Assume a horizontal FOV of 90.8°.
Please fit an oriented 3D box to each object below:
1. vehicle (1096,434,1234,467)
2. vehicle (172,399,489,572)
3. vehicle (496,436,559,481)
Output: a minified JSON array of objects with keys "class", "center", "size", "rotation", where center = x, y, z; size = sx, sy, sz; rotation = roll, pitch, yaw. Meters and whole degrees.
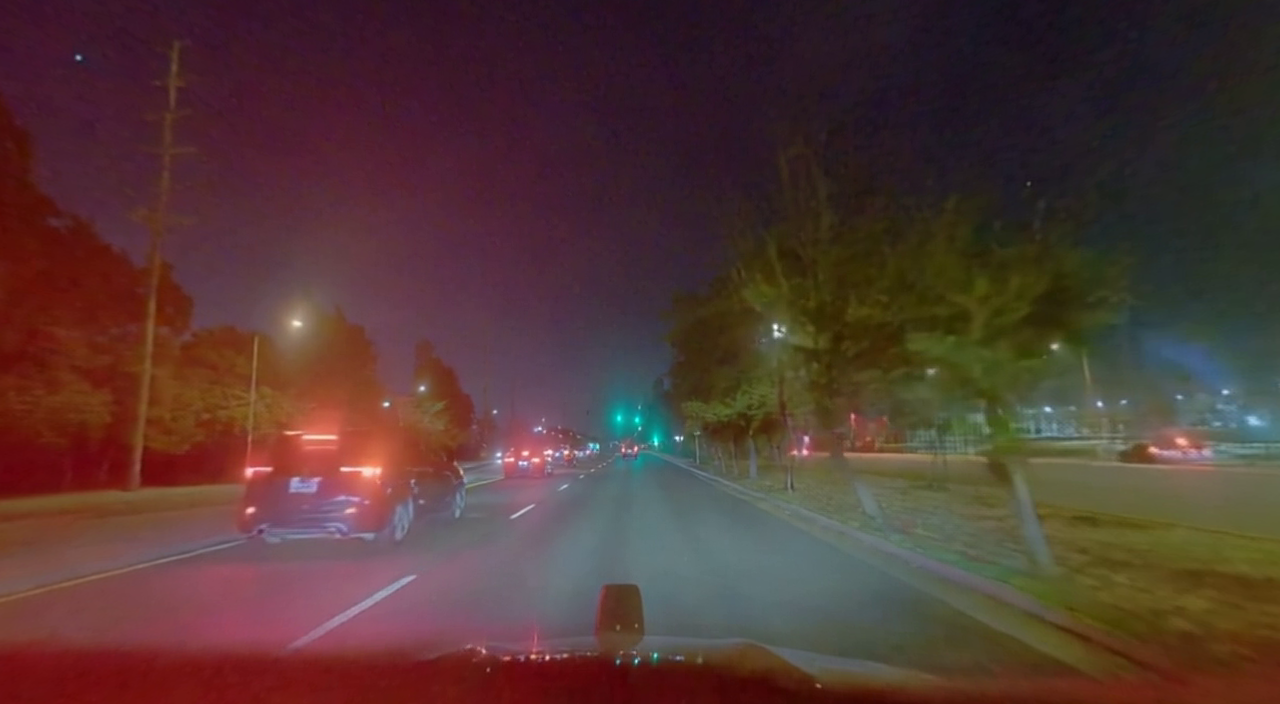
[{"class":"vehicle","center":[33.429,6.361,40.703],"size":[2.436,1.877,7.681],"rotation":[1,-9,1]},{"class":"vehicle","center":[-3.797,1.742,8.939],"size":[2.189,1.807,4.467],"rotation":[0,-9,0]},{"class":"vehicle","center":[-4.640,4.458,26.648],"size":[2.041,1.698,4.094],"rotation":[0,-9,-3]}]
